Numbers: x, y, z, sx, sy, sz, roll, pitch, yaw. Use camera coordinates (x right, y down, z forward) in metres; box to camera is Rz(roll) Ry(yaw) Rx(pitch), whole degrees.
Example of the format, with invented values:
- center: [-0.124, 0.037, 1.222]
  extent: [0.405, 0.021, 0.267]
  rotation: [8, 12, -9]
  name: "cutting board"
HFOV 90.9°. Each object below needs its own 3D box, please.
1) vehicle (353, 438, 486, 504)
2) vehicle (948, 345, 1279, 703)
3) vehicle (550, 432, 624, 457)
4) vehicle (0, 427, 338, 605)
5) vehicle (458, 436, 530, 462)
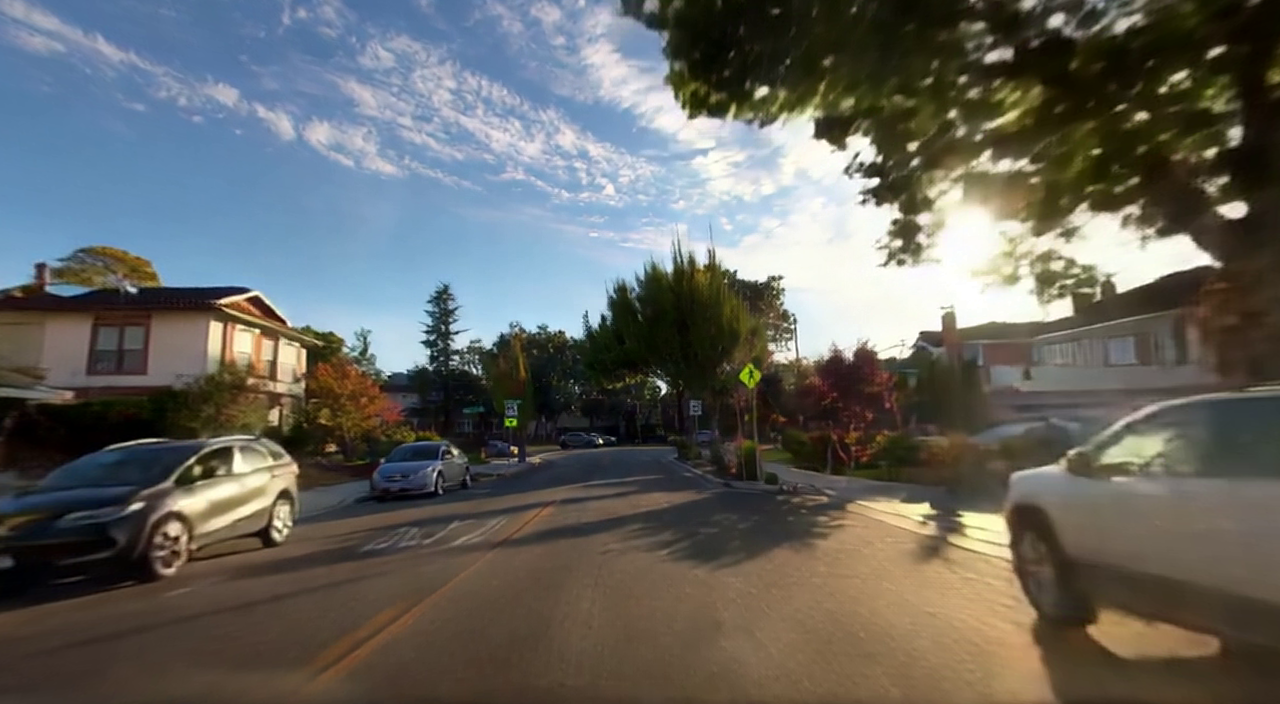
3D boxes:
- center: [-5.467, 2.981, 16.270]
  extent: [1.919, 1.464, 4.155]
  rotation: [0, -8, 0]
  name: "vehicle"
- center: [3.493, 0.863, 2.841]
  extent: [1.997, 1.663, 4.544]
  rotation: [-1, -8, 2]
  name: "vehicle"
- center: [-4.008, 7.028, 47.935]
  extent: [5.181, 1.768, 2.139]
  rotation: [4, -9, -25]
  name: "vehicle"
- center: [-5.429, 1.697, 7.425]
  extent: [1.842, 1.540, 3.704]
  rotation: [0, -8, 0]
  name: "vehicle"
- center: [-10.147, 6.733, 43.750]
  extent: [4.639, 1.700, 2.002]
  rotation: [3, -9, -19]
  name: "vehicle"
